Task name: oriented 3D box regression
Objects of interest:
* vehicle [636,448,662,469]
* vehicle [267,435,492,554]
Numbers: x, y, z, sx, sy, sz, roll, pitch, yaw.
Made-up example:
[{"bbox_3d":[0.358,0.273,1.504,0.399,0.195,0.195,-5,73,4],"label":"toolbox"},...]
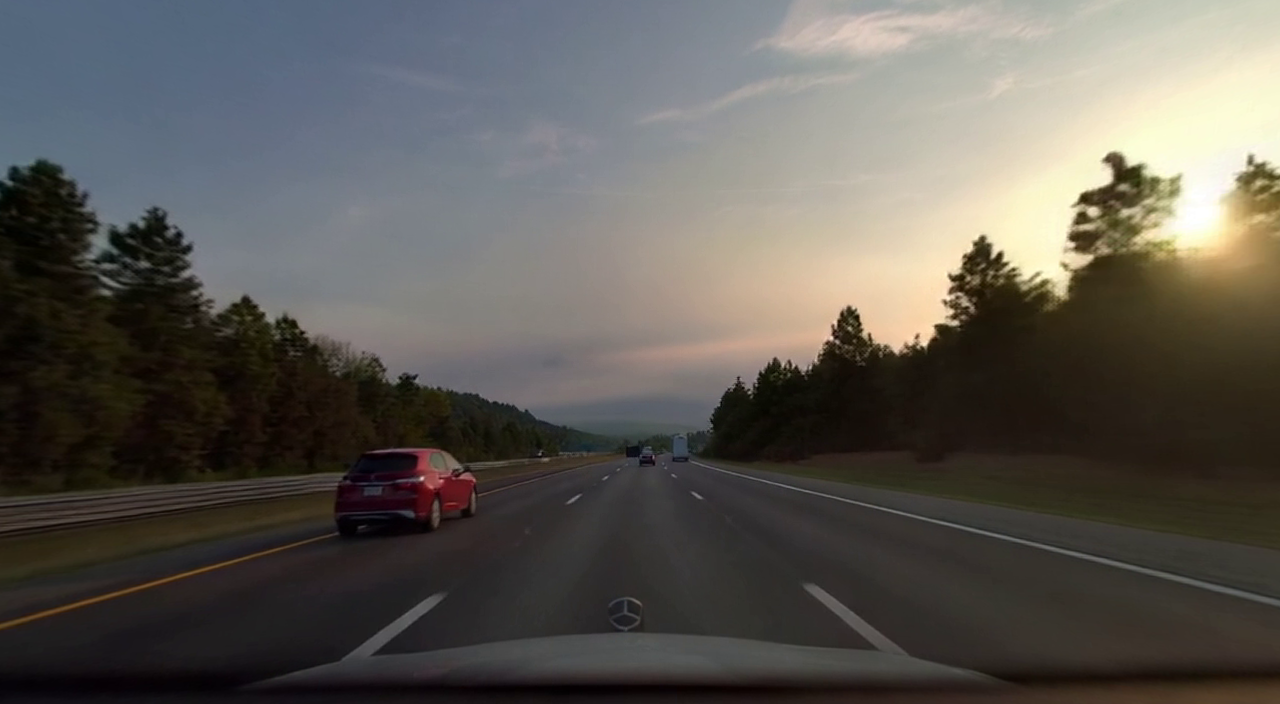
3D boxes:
[{"bbox_3d":[0.697,8.371,49.751,2.006,1.586,3.915,0,-9,1],"label":"vehicle"},{"bbox_3d":[-3.883,2.171,10.256,1.927,1.530,3.874,0,-9,1],"label":"vehicle"}]
